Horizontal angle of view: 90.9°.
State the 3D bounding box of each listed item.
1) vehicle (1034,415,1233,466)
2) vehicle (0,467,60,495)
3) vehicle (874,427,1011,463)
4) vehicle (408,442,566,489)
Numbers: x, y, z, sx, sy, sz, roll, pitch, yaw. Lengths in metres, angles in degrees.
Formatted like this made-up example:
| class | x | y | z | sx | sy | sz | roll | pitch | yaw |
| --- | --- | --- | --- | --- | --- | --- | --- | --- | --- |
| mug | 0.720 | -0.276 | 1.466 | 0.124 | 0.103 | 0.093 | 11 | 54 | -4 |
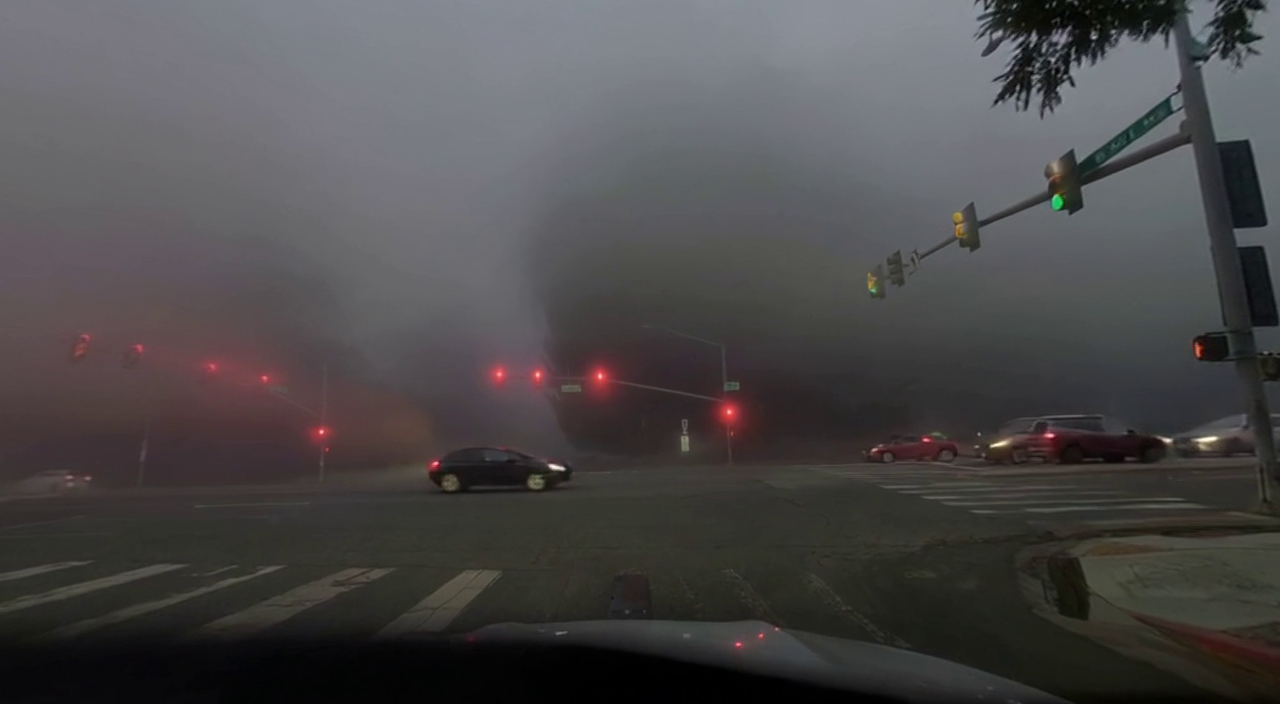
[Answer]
| class | x | y | z | sx | sy | sz | roll | pitch | yaw |
| --- | --- | --- | --- | --- | --- | --- | --- | --- | --- |
| vehicle | 14.989 | 2.743 | 19.384 | 4.360 | 1.460 | 1.834 | -1 | -9 | 7 |
| vehicle | -39.508 | 8.083 | 39.629 | 4.397 | 1.582 | 1.820 | -1 | -9 | 6 |
| vehicle | 12.915 | 4.021 | 27.201 | 4.906 | 1.485 | 1.857 | -1 | -9 | 6 |
| vehicle | -4.948 | 3.703 | 20.727 | 4.650 | 1.448 | 1.892 | -1 | -9 | 7 |
